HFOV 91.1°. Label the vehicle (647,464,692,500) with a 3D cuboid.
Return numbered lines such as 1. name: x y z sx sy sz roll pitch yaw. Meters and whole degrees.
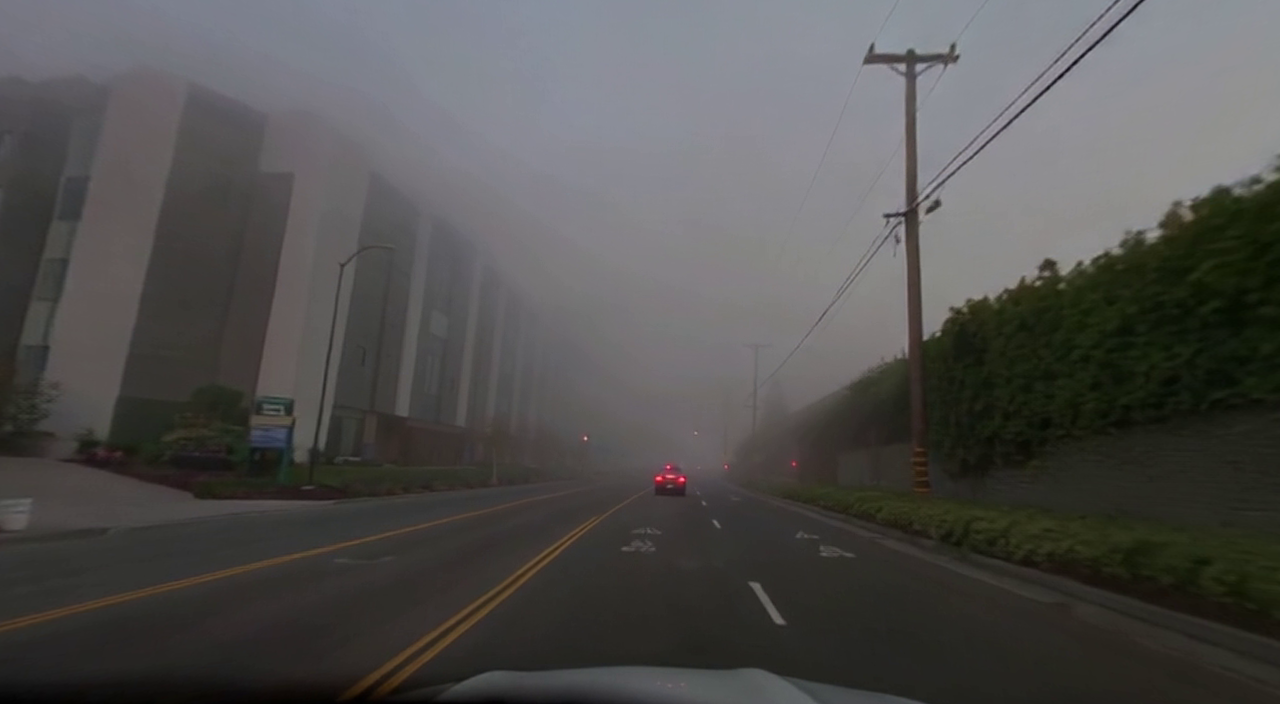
1. vehicle: 1.536 6.473 31.387 2.067 1.629 3.858 0 -11 4
